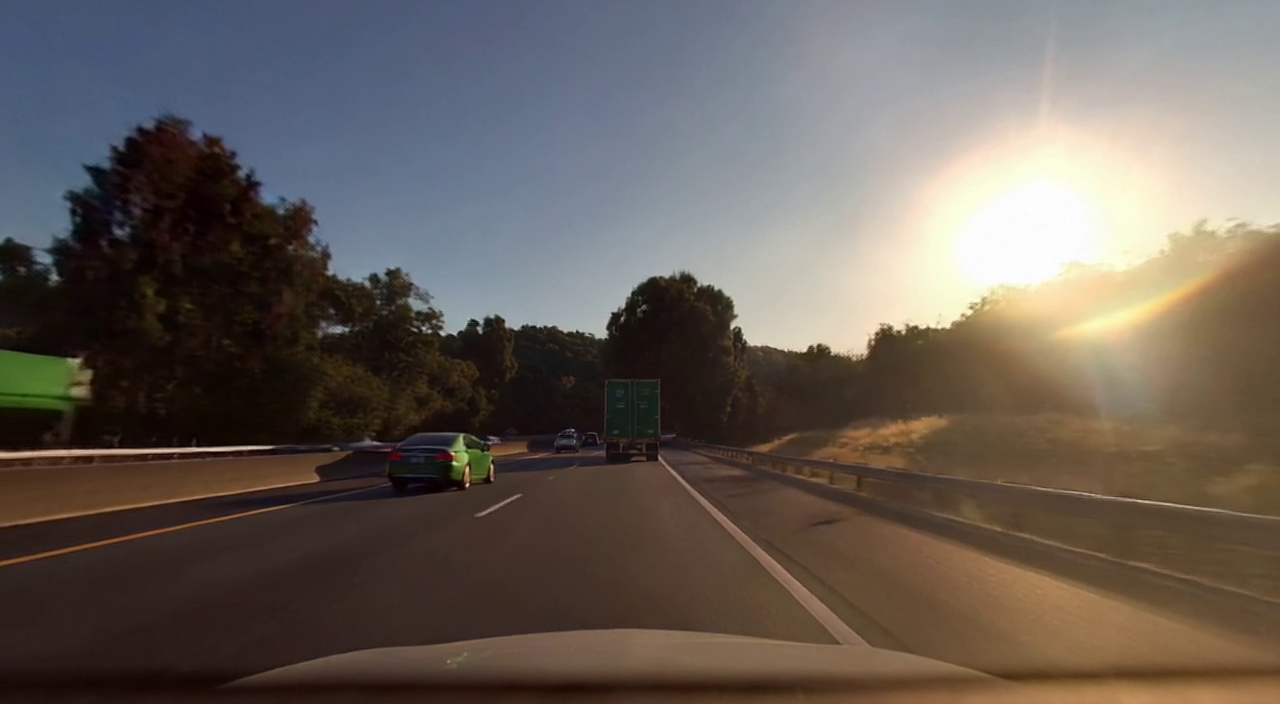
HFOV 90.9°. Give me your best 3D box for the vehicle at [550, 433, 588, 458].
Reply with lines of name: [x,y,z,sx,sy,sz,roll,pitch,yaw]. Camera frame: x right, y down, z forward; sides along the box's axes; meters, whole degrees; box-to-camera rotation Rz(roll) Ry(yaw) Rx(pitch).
vehicle: [-5.049,6.688,45.299,2.138,1.697,4.587,0,-8,1]

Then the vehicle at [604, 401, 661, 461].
vehicle: [-0.322,3.354,26.674,2.319,2.461,1.270,0,-8,0]

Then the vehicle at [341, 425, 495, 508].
vehicle: [-4.572,2.398,13.658,1.909,1.520,3.897,0,-8,0]

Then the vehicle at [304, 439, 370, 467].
vehicle: [-18.004,5.984,37.684,1.878,1.594,4.150,0,-8,0]
